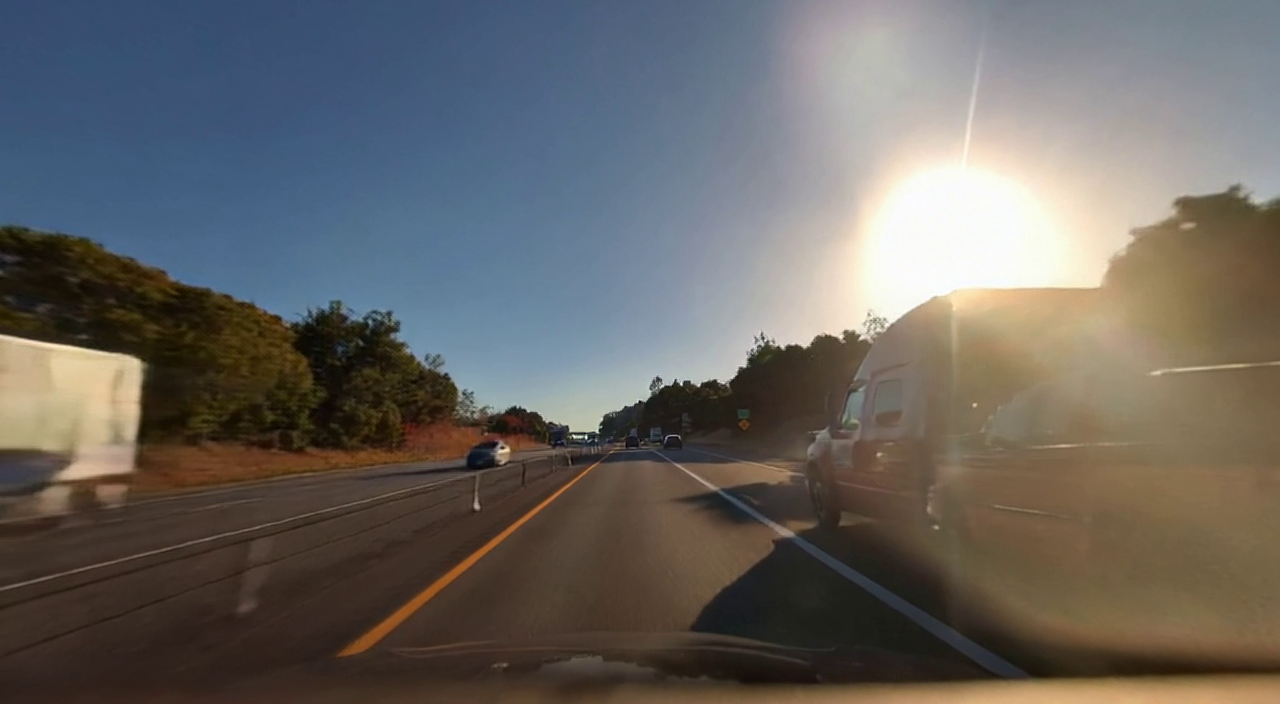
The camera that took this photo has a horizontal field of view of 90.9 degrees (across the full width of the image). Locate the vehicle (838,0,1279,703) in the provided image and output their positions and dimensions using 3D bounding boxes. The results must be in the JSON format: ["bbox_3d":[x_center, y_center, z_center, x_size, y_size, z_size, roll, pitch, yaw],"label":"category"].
[{"bbox_3d":[3.885,0.035,4.029,2.999,4.013,6.296,0,-8,-1],"label":"vehicle"}]

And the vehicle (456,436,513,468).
[{"bbox_3d":[-8.279,5.343,33.904,1.977,1.456,4.489,-3,-8,-1],"label":"vehicle"}]

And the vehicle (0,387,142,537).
[{"bbox_3d":[-12.221,2.066,12.029,2.213,2.581,3.799,0,-8,-1],"label":"vehicle"}]
